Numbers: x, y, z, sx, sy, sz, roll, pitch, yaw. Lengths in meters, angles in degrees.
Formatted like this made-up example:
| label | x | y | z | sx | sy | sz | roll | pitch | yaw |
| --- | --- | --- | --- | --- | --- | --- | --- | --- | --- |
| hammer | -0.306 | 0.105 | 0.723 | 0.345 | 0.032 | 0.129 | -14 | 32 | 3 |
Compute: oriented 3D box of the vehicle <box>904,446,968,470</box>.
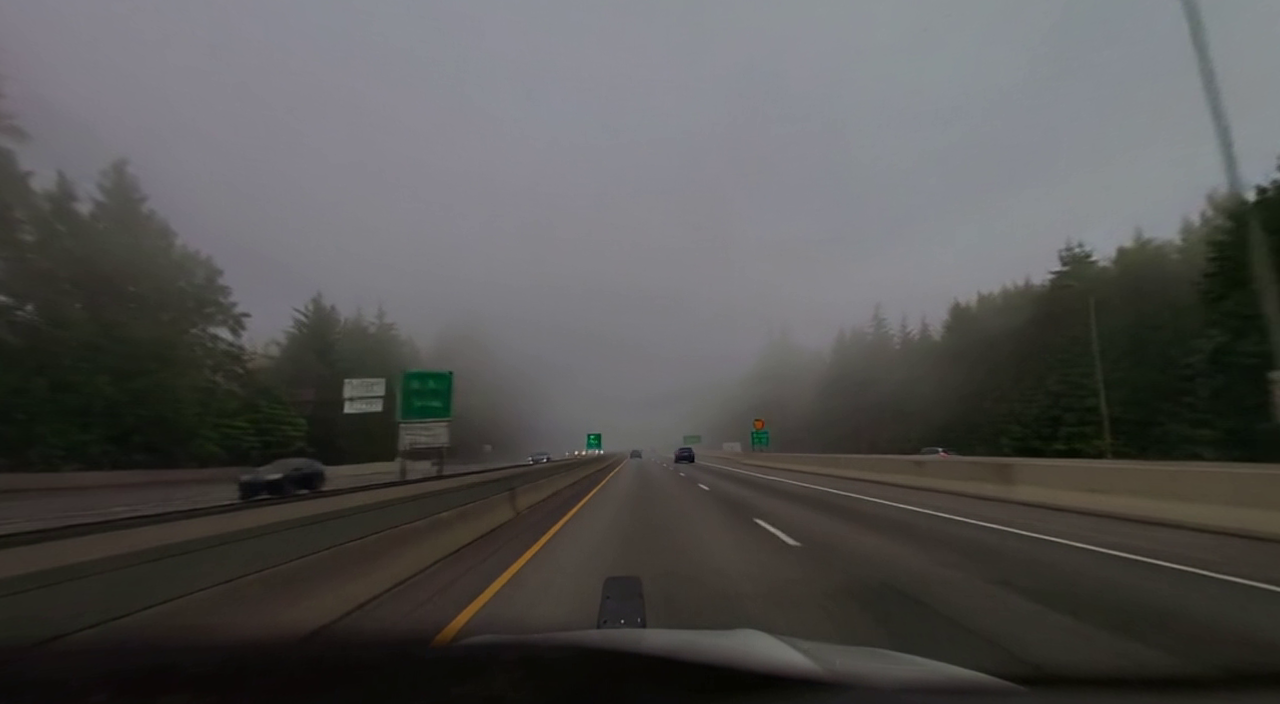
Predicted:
| label | x | y | z | sx | sy | sz | roll | pitch | yaw |
| --- | --- | --- | --- | --- | --- | --- | --- | --- | --- |
| vehicle | 18.759 | 6.724 | 40.078 | 1.926 | 1.386 | 3.719 | 1 | -9 | -7 |

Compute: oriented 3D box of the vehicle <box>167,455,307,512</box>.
| label | x | y | z | sx | sy | sz | roll | pitch | yaw |
| --- | --- | --- | --- | --- | --- | --- | --- | --- | --- |
| vehicle | -12.686 | 4.121 | 20.182 | 1.854 | 1.581 | 3.953 | 0 | -9 | 0 |
